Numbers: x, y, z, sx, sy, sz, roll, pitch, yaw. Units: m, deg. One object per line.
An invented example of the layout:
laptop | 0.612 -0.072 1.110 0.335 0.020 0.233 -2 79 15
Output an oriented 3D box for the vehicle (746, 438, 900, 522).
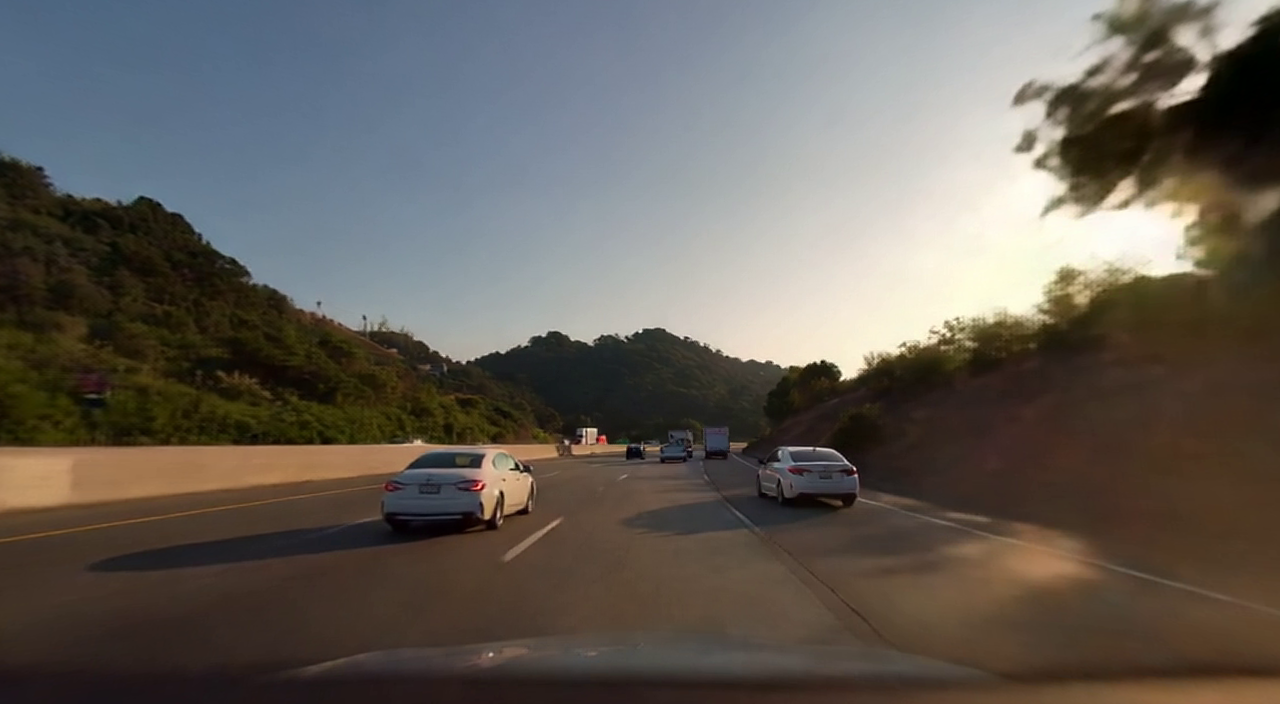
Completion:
vehicle | 3.597 2.593 13.347 2.013 1.464 4.317 0 -8 1

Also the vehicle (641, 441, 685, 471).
vehicle | 1.280 5.494 33.512 2.202 1.467 3.929 -1 -8 4

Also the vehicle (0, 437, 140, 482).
vehicle | -20.726 3.819 22.675 1.852 1.460 4.391 -1 -8 1

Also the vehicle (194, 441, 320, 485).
vehicle | -13.923 4.037 23.307 1.914 1.441 4.357 0 -8 0

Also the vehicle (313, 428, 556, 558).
vehicle | -2.739 2.011 9.834 2.031 1.491 4.792 -1 -8 2

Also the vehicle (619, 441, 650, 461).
vehicle | -0.370 7.619 48.651 2.010 1.482 4.230 0 -8 5
